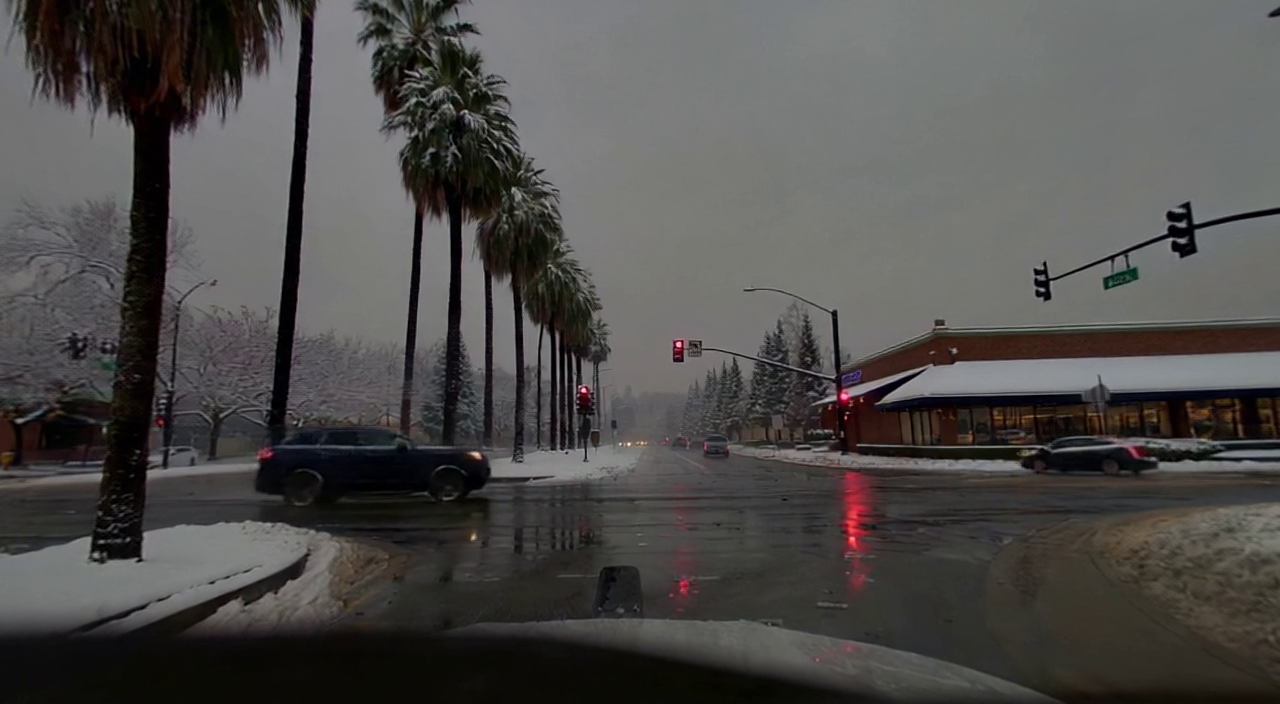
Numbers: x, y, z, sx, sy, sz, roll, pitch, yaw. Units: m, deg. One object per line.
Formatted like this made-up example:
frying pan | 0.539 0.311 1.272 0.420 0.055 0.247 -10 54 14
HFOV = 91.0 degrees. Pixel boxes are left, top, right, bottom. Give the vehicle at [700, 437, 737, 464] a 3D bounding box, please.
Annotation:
vehicle | 5.166 6.404 41.161 1.999 1.653 4.603 -2 -9 11

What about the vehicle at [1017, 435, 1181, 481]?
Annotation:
vehicle | 18.089 4.183 25.089 4.722 1.717 2.000 -2 -9 14

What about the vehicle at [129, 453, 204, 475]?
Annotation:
vehicle | -37.241 8.815 49.657 2.160 1.565 4.868 0 -8 -1

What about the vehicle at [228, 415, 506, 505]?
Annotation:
vehicle | -6.307 2.578 15.251 5.619 1.951 2.321 1 -8 -3
